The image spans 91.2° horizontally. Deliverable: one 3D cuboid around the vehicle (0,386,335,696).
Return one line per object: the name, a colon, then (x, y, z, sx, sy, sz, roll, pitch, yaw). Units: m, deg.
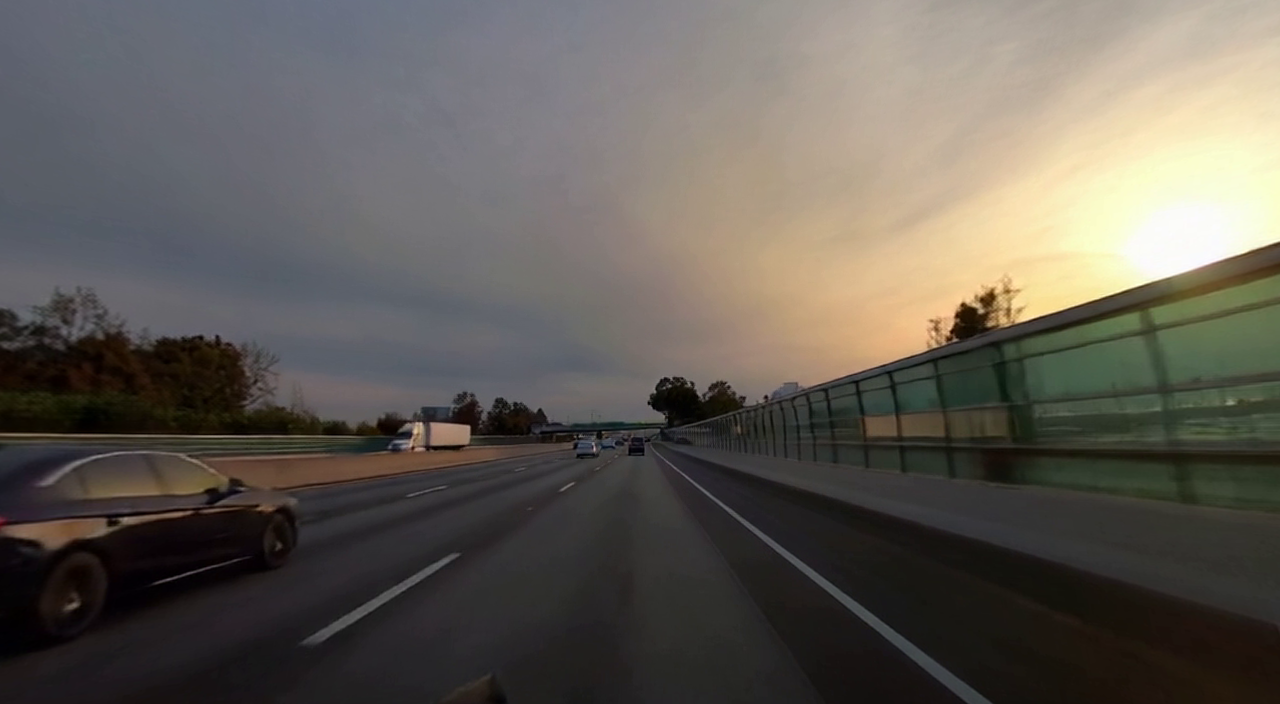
vehicle: (-4.234, 1.120, 4.311, 2.059, 1.541, 4.296, 0, -9, 1)

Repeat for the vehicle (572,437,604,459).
vehicle: (-3.969, 7.446, 48.702, 2.063, 1.598, 4.189, 0, -9, 1)
